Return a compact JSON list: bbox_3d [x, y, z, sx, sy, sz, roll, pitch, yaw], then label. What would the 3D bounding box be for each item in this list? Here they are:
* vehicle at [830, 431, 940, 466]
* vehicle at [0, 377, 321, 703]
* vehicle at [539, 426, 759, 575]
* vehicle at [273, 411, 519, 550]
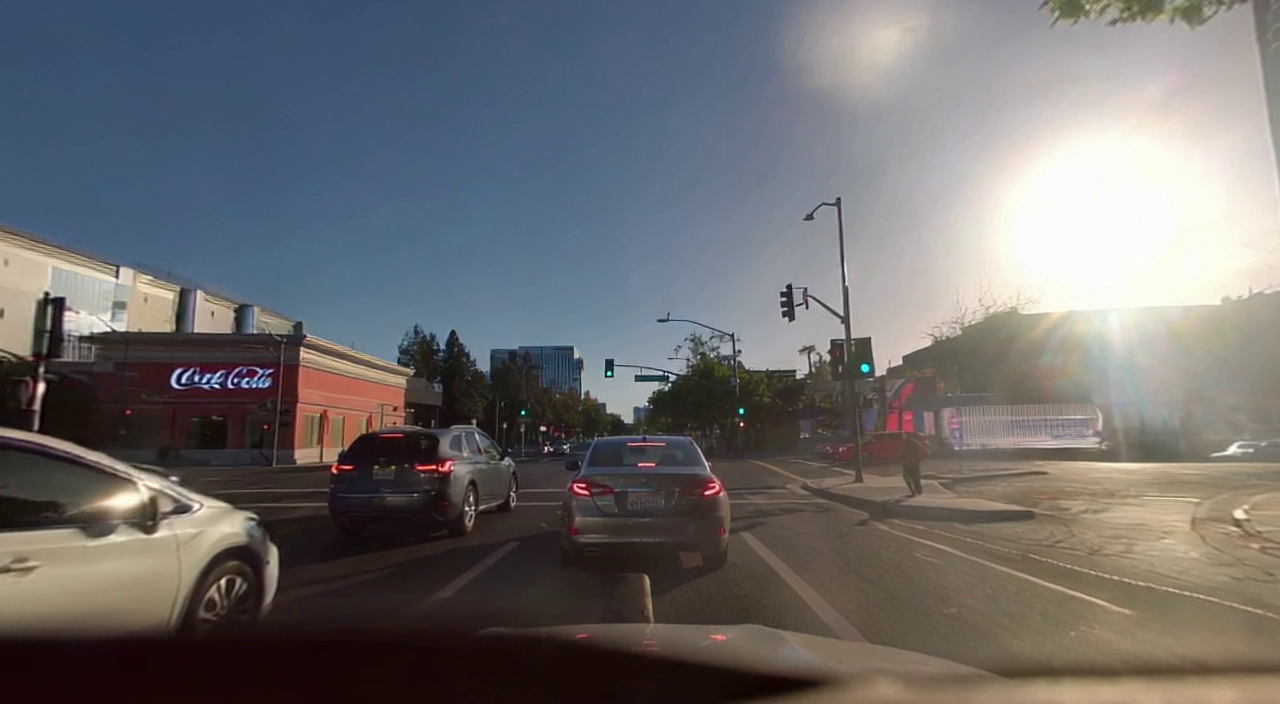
[{"bbox_3d":[12.960,5.128,33.593,5.032,1.762,1.982,0,-8,0],"label":"vehicle"},{"bbox_3d":[-3.330,0.860,2.277,2.029,1.517,4.375,0,-8,0],"label":"vehicle"},{"bbox_3d":[0.174,1.820,8.501,2.258,1.507,3.896,-1,-8,3],"label":"vehicle"},{"bbox_3d":[-3.443,1.899,9.974,2.009,1.704,4.230,-1,-8,3],"label":"vehicle"}]
